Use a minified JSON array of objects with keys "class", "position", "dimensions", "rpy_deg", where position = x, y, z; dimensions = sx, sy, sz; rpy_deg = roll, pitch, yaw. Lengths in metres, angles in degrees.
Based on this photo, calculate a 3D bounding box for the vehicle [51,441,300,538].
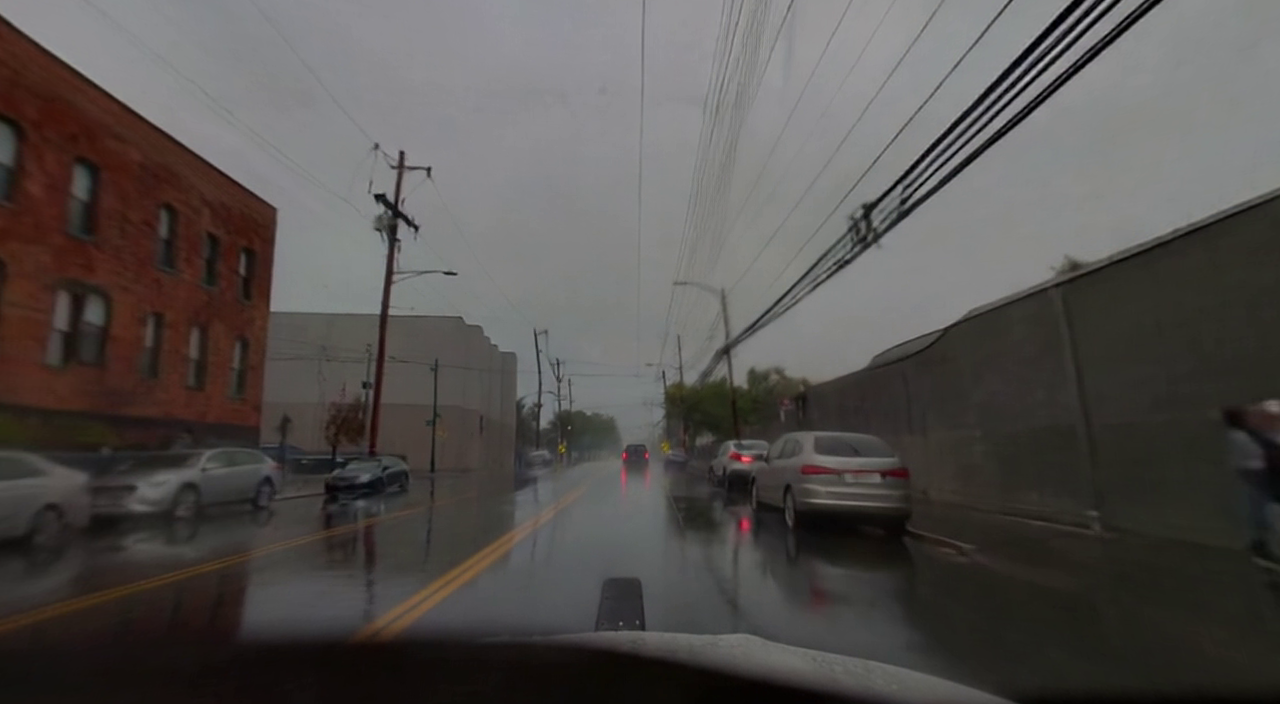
[{"class":"vehicle","position":[-10.130,3.058,14.461],"dimensions":[1.980,1.676,4.884],"rpy_deg":[-4,-10,0]}]

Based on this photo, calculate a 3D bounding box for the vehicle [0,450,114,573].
[{"class":"vehicle","position":[-9.641,2.153,8.223],"dimensions":[1.935,1.588,4.192],"rpy_deg":[-1,-7,1]}]

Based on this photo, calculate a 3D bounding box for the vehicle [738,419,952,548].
[{"class":"vehicle","position":[3.210,2.170,11.155],"dimensions":[2.102,1.765,4.674],"rpy_deg":[0,-8,-1]}]

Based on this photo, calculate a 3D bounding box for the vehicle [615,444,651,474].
[{"class":"vehicle","position":[-0.445,6.792,40.259],"dimensions":[2.190,1.783,4.048],"rpy_deg":[0,-8,0]}]

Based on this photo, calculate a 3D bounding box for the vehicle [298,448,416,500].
[{"class":"vehicle","position":[-10.053,4.447,22.933],"dimensions":[2.079,1.550,4.865],"rpy_deg":[-4,-11,0]}]
